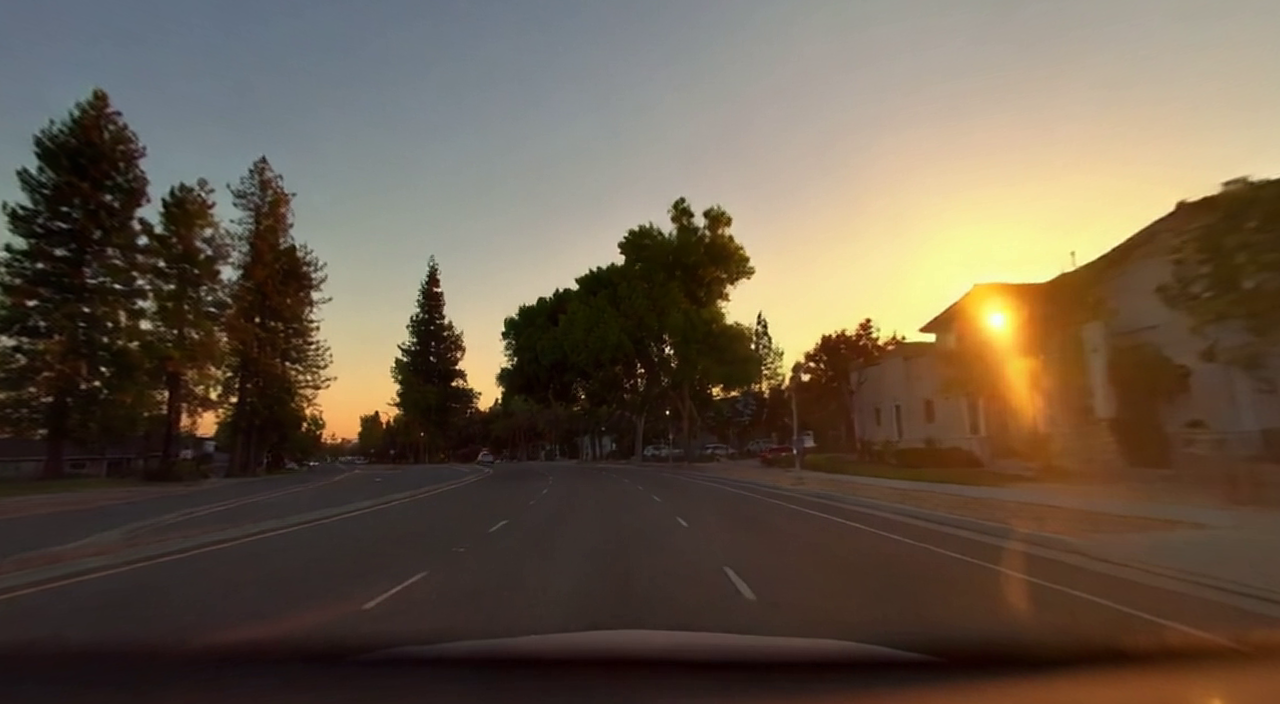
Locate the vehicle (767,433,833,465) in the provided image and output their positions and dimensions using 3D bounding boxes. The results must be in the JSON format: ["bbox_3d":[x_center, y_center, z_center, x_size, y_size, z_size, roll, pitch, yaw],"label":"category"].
[{"bbox_3d":[10.409,6.283,40.814,2.110,1.863,4.977,-10,-12,38],"label":"vehicle"}]
